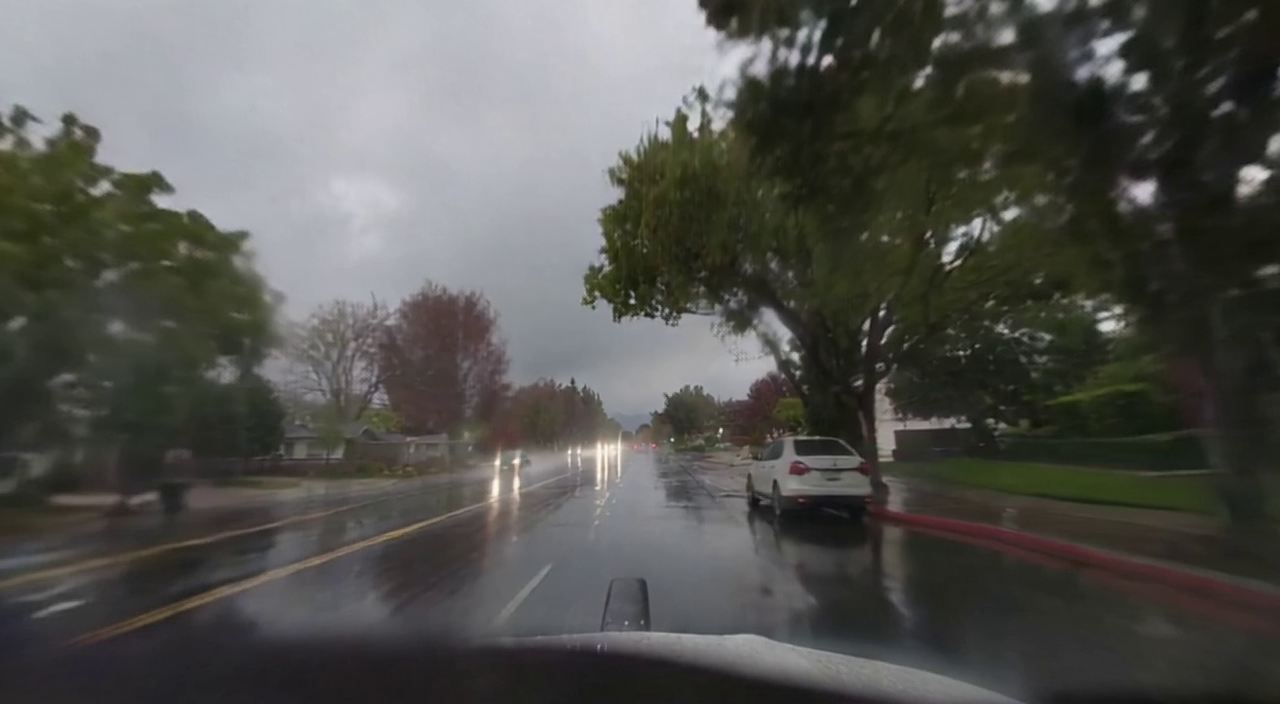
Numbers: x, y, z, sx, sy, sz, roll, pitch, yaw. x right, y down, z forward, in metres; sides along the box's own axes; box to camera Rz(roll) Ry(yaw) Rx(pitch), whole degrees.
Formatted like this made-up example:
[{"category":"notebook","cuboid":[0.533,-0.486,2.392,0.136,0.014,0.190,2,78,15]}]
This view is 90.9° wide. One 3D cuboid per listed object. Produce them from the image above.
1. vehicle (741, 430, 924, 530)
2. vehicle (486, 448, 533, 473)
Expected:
[{"category":"vehicle","cuboid":[3.333,2.329,12.083,2.011,1.507,4.769,0,-9,0]},{"category":"vehicle","cuboid":[-8.478,7.083,41.267,2.001,1.508,4.581,-1,-9,1]}]
